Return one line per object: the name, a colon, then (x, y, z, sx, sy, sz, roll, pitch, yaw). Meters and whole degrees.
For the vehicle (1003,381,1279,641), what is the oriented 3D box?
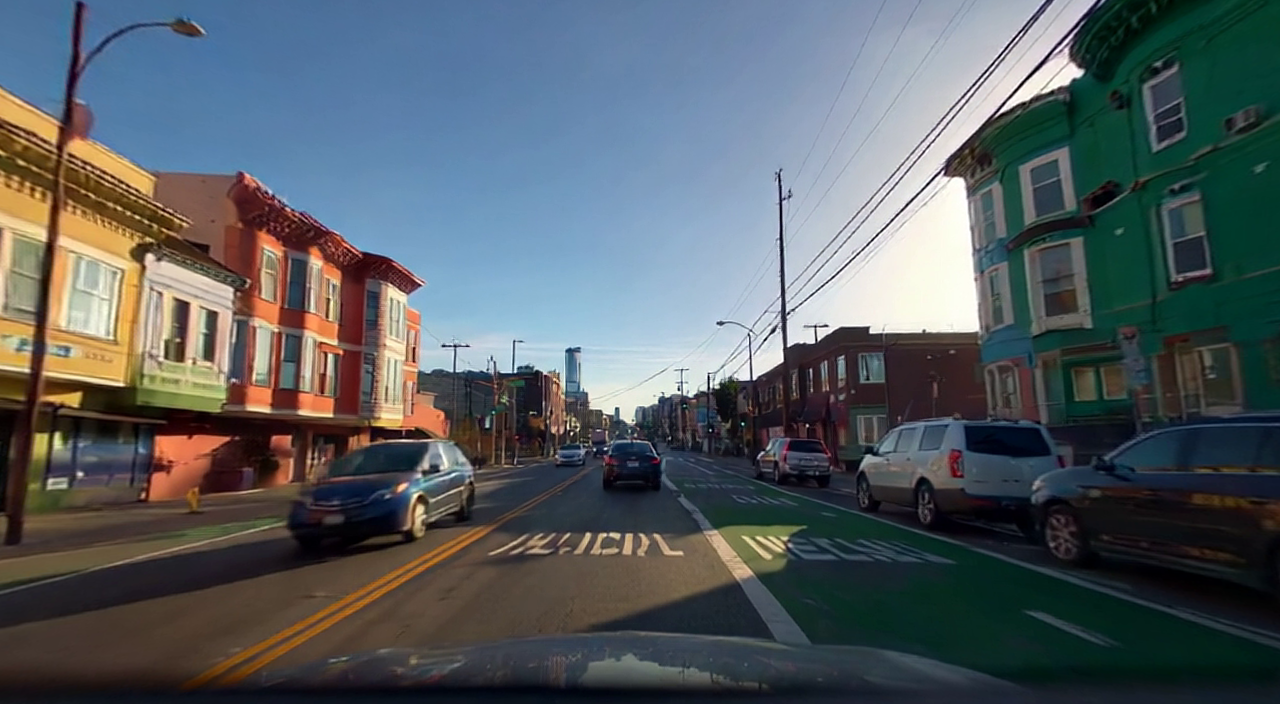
vehicle: (6.198, 1.369, 5.703, 2.203, 2.052, 5.975, 0, -9, -1)

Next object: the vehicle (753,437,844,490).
vehicle: (6.232, 4.450, 25.678, 2.197, 1.917, 5.637, 0, -9, 0)

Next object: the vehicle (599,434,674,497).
vehicle: (-0.098, 3.283, 18.570, 1.980, 1.635, 3.795, 0, -9, 0)

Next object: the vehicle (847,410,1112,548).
vehicle: (6.158, 2.379, 12.573, 2.208, 2.106, 5.496, 0, -9, 0)

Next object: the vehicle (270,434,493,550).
vehicle: (-3.965, 2.195, 10.648, 1.968, 1.524, 4.304, 0, -9, -1)

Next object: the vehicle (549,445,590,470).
vehicle: (-4.518, 6.805, 41.084, 2.181, 1.500, 4.319, 0, -9, 0)
